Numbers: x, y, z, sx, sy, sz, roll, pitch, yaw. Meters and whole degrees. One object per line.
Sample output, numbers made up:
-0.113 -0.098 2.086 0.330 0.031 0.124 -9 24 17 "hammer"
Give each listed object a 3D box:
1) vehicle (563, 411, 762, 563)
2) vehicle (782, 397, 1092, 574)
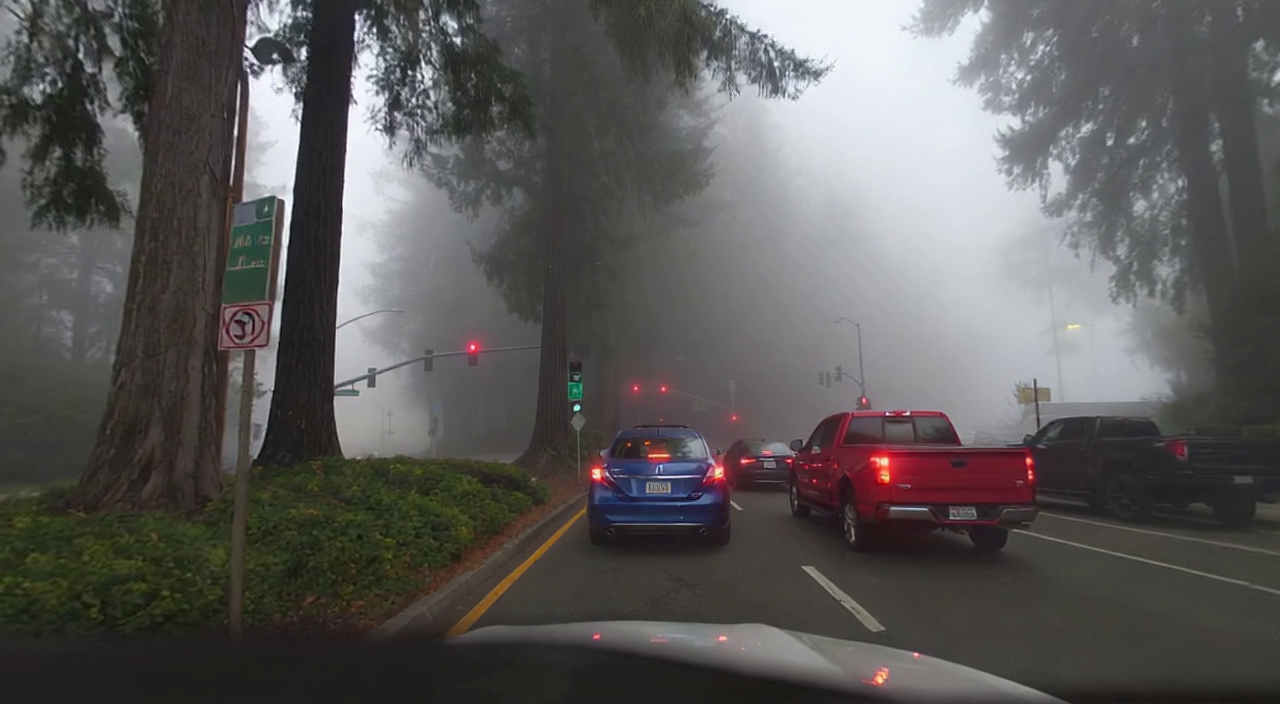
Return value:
0.247 1.776 8.968 2.168 1.641 4.039 0 -8 0 "vehicle"
3.397 1.630 8.397 2.099 1.725 4.290 0 -8 1 "vehicle"
